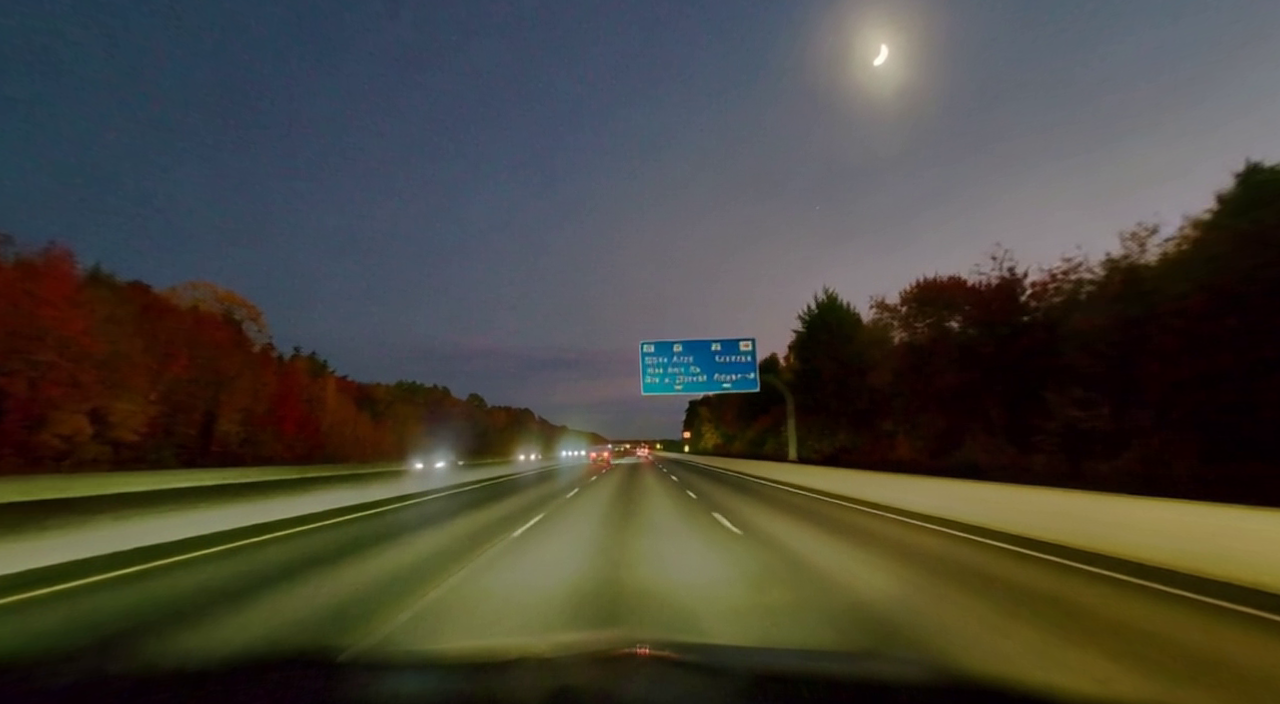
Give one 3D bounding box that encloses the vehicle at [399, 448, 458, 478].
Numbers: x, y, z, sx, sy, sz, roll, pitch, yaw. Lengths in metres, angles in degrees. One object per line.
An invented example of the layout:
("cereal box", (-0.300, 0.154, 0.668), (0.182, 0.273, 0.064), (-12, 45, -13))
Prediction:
("vehicle", (-11.868, 6.237, 35.410), (1.841, 1.547, 4.273), (0, -9, 0))
